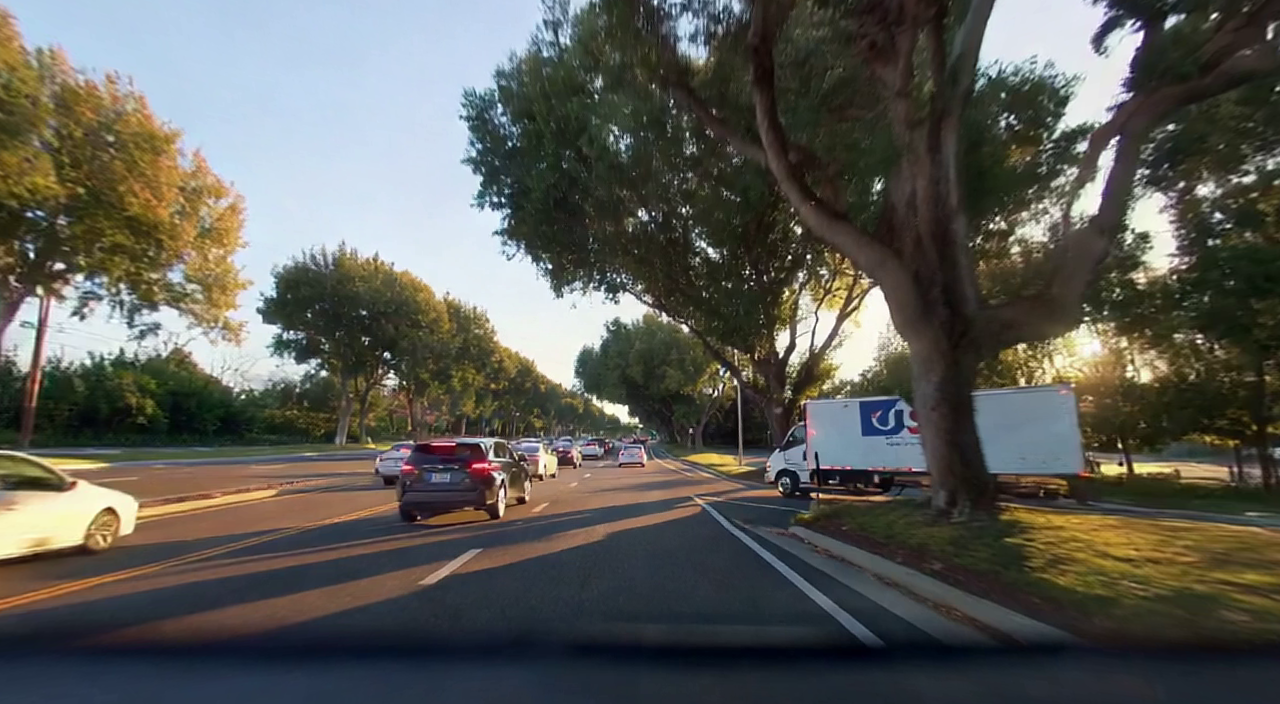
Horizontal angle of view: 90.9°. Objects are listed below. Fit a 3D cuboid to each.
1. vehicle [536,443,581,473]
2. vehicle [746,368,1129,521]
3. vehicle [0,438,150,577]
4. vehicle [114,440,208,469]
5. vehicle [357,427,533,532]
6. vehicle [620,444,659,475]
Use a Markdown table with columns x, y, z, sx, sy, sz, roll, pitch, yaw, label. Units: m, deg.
| x | y | z | sx | sy | sz | roll | pitch | yaw | label |
| --- | --- | --- | --- | --- | --- | --- | --- | --- | --- |
| -4.368 | 5.686 | 34.216 | 1.871 | 1.502 | 4.240 | 0 | -8 | 0 | vehicle |
| 7.416 | 2.492 | 17.136 | 3.138 | 3.120 | 8.670 | 8 | -12 | -44 | vehicle |
| -7.830 | 1.627 | 6.440 | 1.922 | 1.473 | 4.640 | 0 | -8 | 0 | vehicle |
| -26.449 | 5.667 | 35.046 | 1.822 | 1.472 | 4.553 | 0 | -8 | -3 | vehicle |
| -3.535 | 2.395 | 12.460 | 2.007 | 1.664 | 4.431 | 0 | -8 | 1 | vehicle |
| -0.064 | 5.525 | 32.636 | 1.875 | 1.453 | 3.888 | 0 | -8 | -1 | vehicle |
